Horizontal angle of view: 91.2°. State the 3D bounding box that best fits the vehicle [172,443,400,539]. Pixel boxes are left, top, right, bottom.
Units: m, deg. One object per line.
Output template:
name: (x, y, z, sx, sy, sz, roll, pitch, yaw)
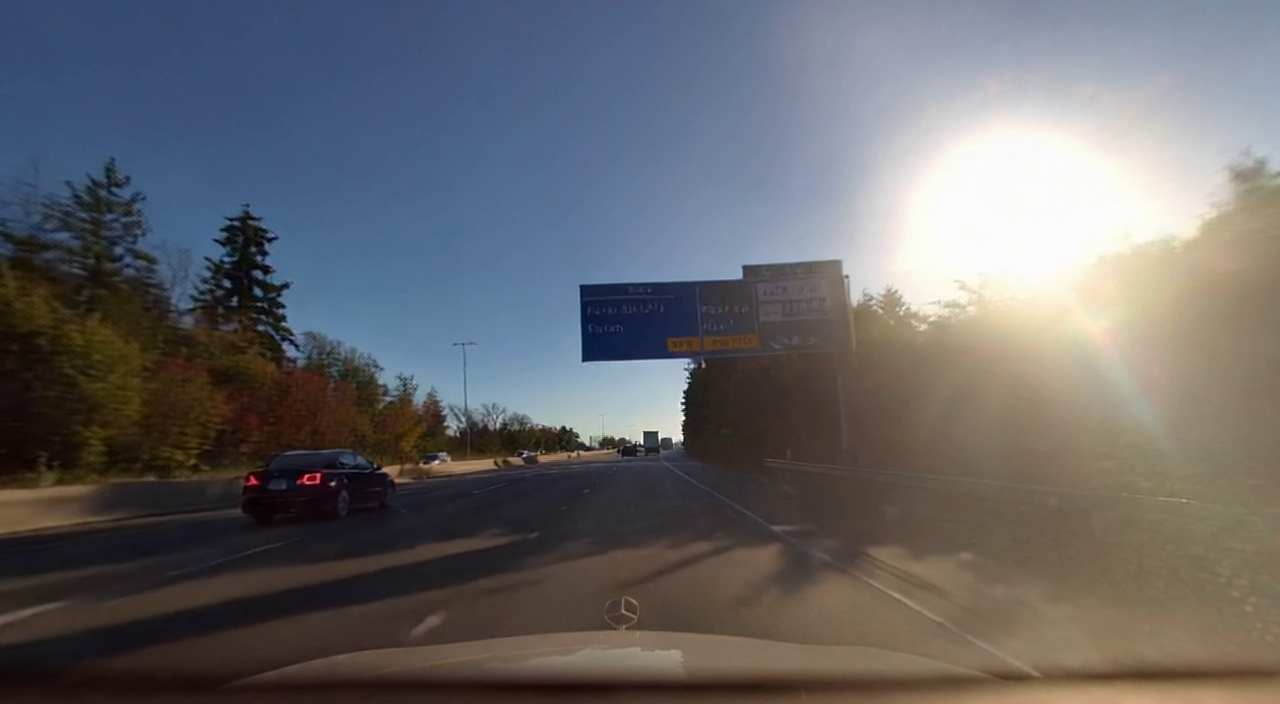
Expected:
vehicle: (-6.611, 2.601, 12.419, 1.956, 1.538, 4.318, 0, -9, 0)
